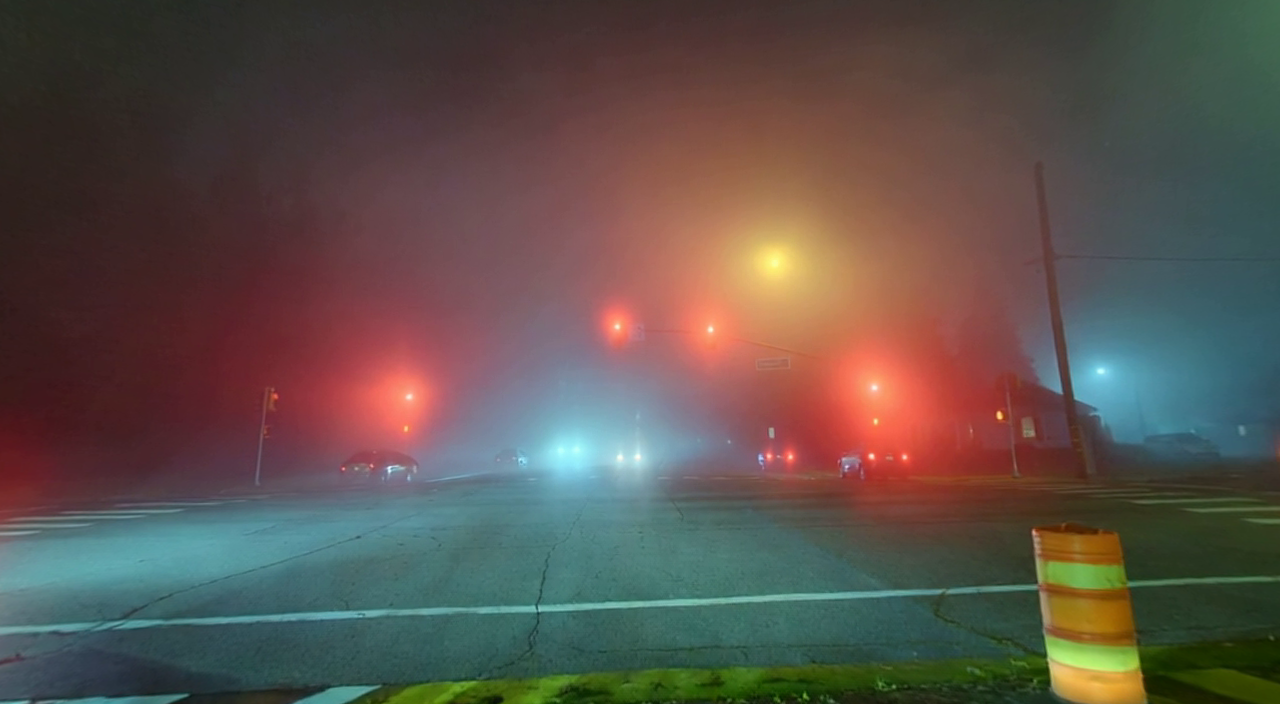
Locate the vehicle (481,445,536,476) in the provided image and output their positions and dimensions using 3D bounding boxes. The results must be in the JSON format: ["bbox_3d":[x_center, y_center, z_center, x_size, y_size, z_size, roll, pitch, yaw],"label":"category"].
[{"bbox_3d":[-6.647,5.532,32.375,1.881,1.452,4.121,0,-8,0],"label":"vehicle"}]

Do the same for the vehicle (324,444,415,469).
[{"bbox_3d":[-16.448,6.372,38.581,4.713,1.409,1.918,0,-8,-2],"label":"vehicle"}]

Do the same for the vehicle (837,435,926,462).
[{"bbox_3d":[15.331,6.176,40.324,4.892,1.656,1.856,0,-8,0],"label":"vehicle"}]

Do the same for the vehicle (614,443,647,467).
[{"bbox_3d":[-0.623,6.797,41.792,2.105,1.457,4.173,0,-8,-1],"label":"vehicle"}]
